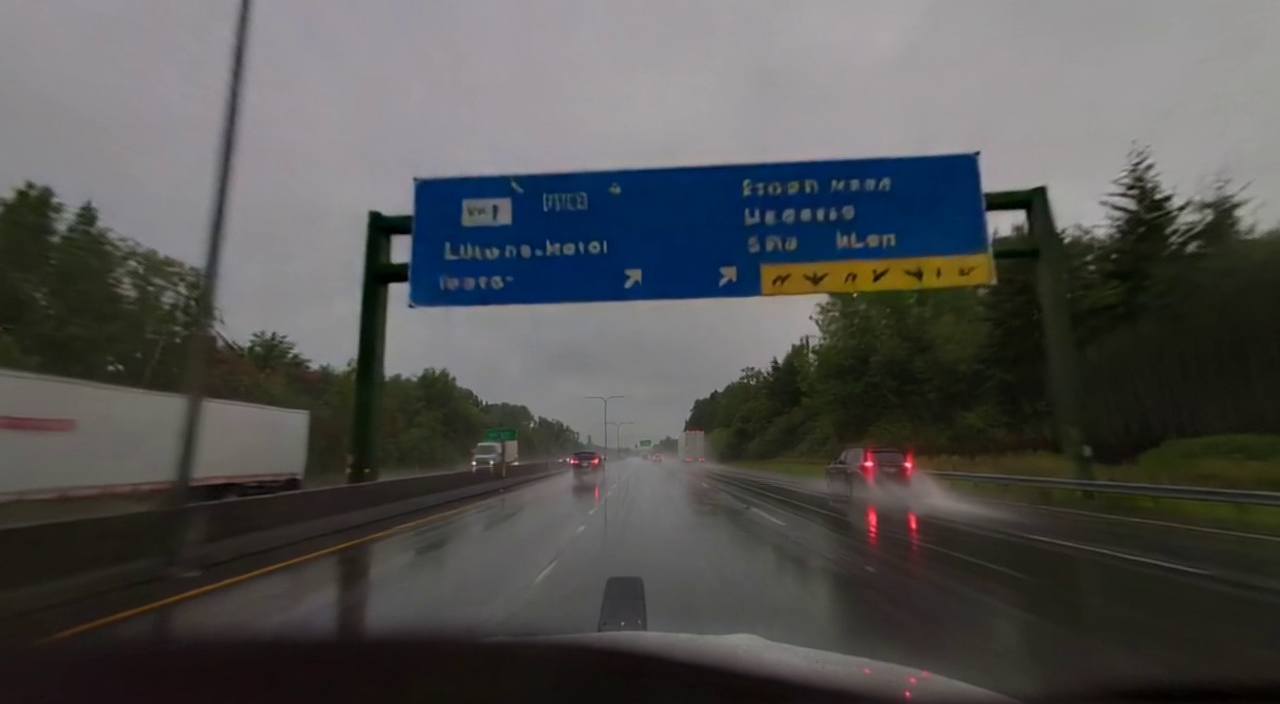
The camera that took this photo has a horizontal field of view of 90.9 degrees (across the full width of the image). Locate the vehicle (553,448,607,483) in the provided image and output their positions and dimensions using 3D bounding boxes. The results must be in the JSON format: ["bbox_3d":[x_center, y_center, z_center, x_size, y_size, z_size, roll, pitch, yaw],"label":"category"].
[{"bbox_3d":[-2.814,5.430,30.448,2.191,1.563,4.318,0,-9,0],"label":"vehicle"}]

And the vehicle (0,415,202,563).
[{"bbox_3d":[-11.422,2.391,11.353,2.334,2.350,6.510,0,-9,0],"label":"vehicle"}]

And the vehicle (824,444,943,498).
[{"bbox_3d":[7.623,3.750,20.271,1.943,1.493,4.507,0,-9,-1],"label":"vehicle"}]
